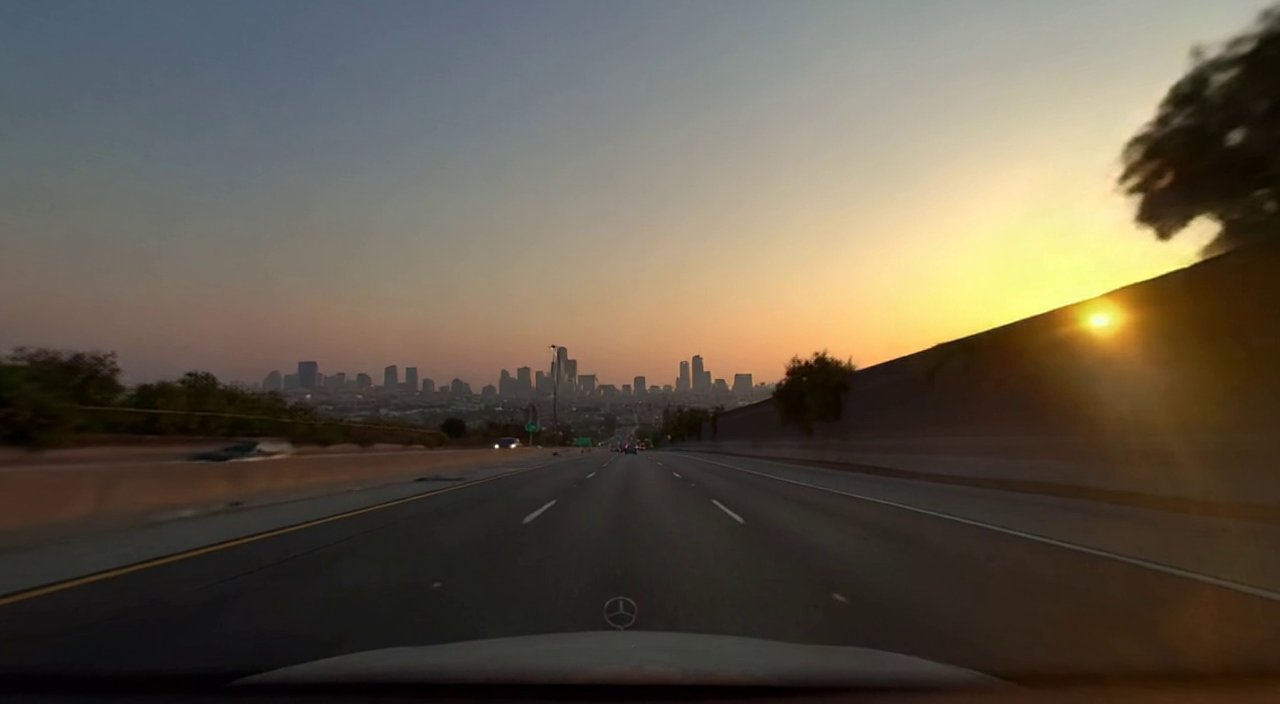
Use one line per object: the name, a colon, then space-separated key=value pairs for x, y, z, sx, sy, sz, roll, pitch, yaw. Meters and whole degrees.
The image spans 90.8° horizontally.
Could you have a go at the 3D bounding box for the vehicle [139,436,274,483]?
vehicle: x=-19.248 y=4.776 z=28.475 sx=2.133 sy=1.837 sz=5.559 roll=0 pitch=-8 yaw=0
